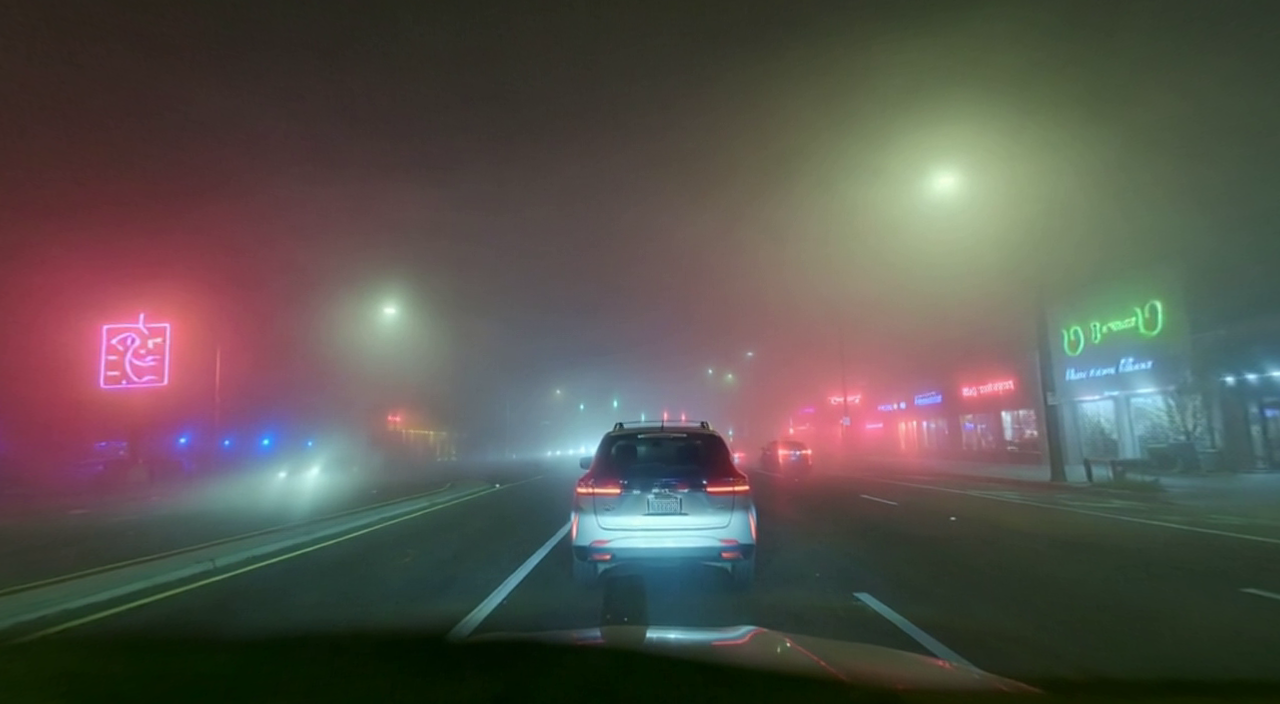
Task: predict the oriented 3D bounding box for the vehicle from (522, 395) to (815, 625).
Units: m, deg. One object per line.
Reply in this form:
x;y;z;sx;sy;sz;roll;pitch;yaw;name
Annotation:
0.208;1.436;6.612;2.125;1.669;3.880;0;-8;0;vehicle

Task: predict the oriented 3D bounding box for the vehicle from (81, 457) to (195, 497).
-25.881;6.412;32.773;2.026;1.808;4.835;0;-8;-2;vehicle

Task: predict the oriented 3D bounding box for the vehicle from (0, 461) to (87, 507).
-25.474;5.250;25.162;4.608;1.659;1.981;1;-8;-7;vehicle

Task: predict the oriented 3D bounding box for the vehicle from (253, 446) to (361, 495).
-12.752;4.515;24.489;1.965;1.695;4.284;0;-8;-2;vehicle

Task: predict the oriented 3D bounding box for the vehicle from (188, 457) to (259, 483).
-27.889;7.887;42.378;1.861;1.578;4.152;0;-8;1;vehicle
